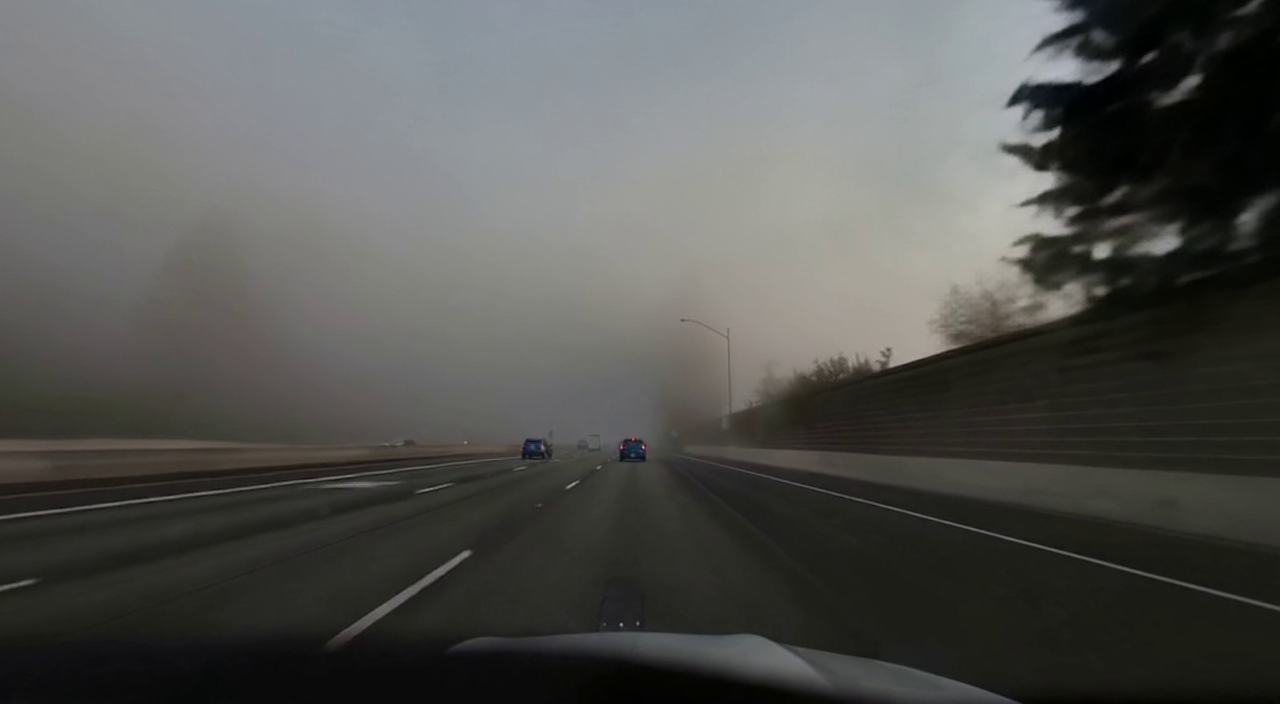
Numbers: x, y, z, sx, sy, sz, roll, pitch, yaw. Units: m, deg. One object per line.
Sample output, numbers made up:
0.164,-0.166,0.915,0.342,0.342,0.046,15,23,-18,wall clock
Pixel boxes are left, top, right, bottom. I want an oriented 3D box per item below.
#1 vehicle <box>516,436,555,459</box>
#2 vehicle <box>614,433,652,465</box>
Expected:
-7.513,6.962,45.872,2.019,1.523,4.396,0,-8,1,vehicle
-0.383,5.691,36.987,2.141,1.706,4.065,0,-8,0,vehicle
